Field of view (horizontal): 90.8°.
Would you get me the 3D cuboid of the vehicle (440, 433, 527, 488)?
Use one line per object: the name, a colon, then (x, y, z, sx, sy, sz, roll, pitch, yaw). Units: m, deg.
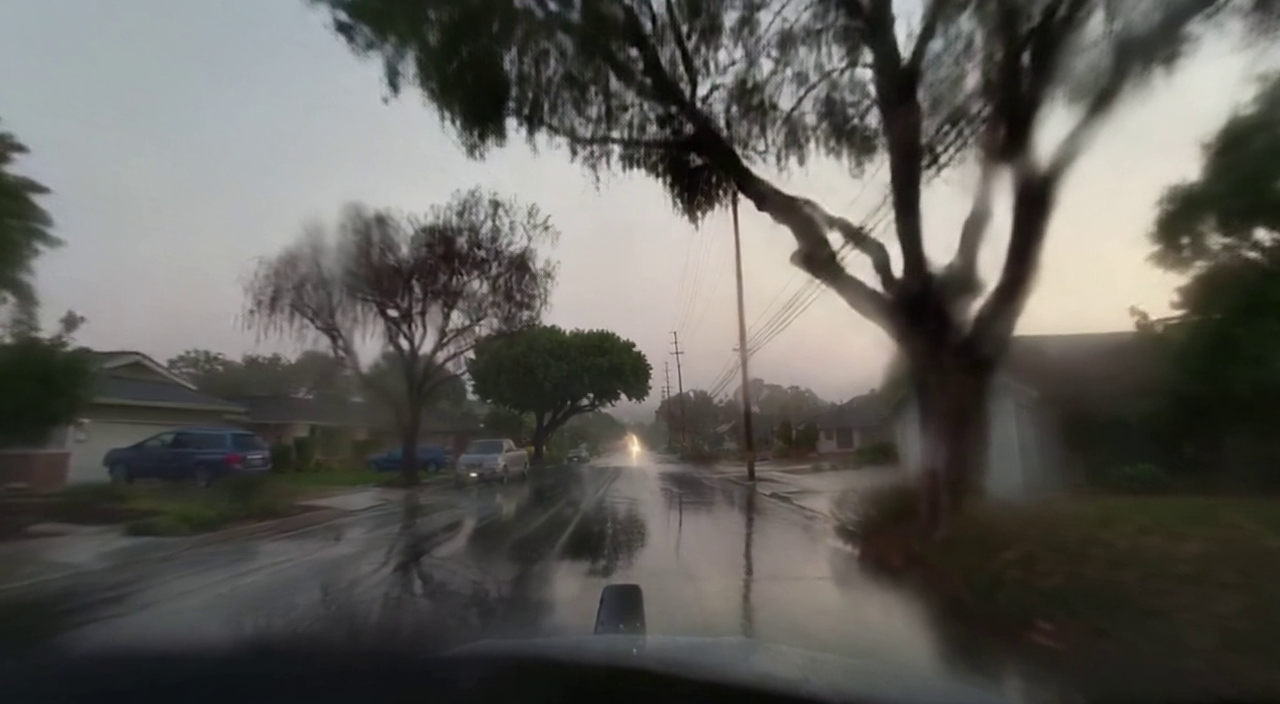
vehicle: (-6.988, 5.001, 29.114, 2.739, 2.164, 6.065, -1, -10, -3)

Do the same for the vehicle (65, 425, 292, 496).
vehicle: (-13.664, 3.229, 19.005, 5.033, 1.997, 2.126, 0, -9, -1)
